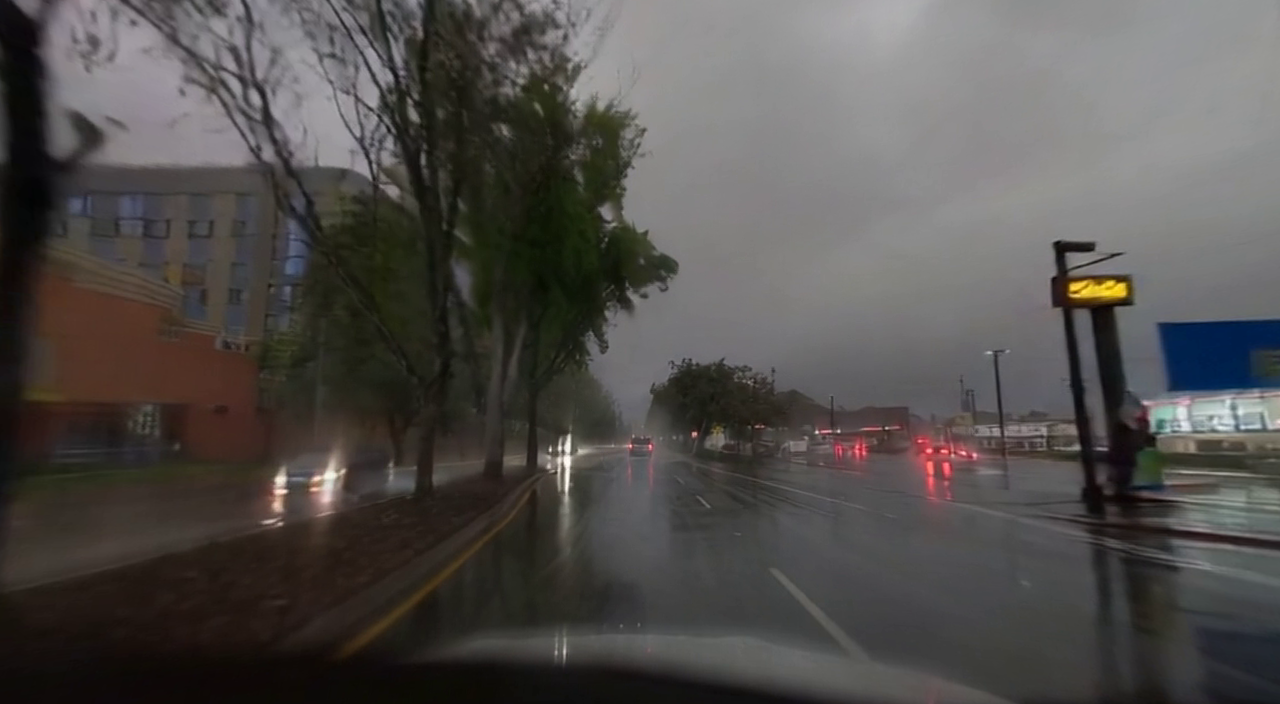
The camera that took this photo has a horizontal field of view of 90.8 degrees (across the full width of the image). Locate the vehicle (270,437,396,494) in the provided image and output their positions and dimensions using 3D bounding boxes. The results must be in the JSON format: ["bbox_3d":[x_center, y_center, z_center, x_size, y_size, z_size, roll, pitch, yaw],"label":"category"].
[{"bbox_3d":[-10.968,4.077,23.099,2.112,1.809,4.921,0,-9,0],"label":"vehicle"}]

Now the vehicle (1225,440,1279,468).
[{"bbox_3d":[38.412,6.264,38.945,1.825,1.627,4.293,-3,-9,20],"label":"vehicle"}]
